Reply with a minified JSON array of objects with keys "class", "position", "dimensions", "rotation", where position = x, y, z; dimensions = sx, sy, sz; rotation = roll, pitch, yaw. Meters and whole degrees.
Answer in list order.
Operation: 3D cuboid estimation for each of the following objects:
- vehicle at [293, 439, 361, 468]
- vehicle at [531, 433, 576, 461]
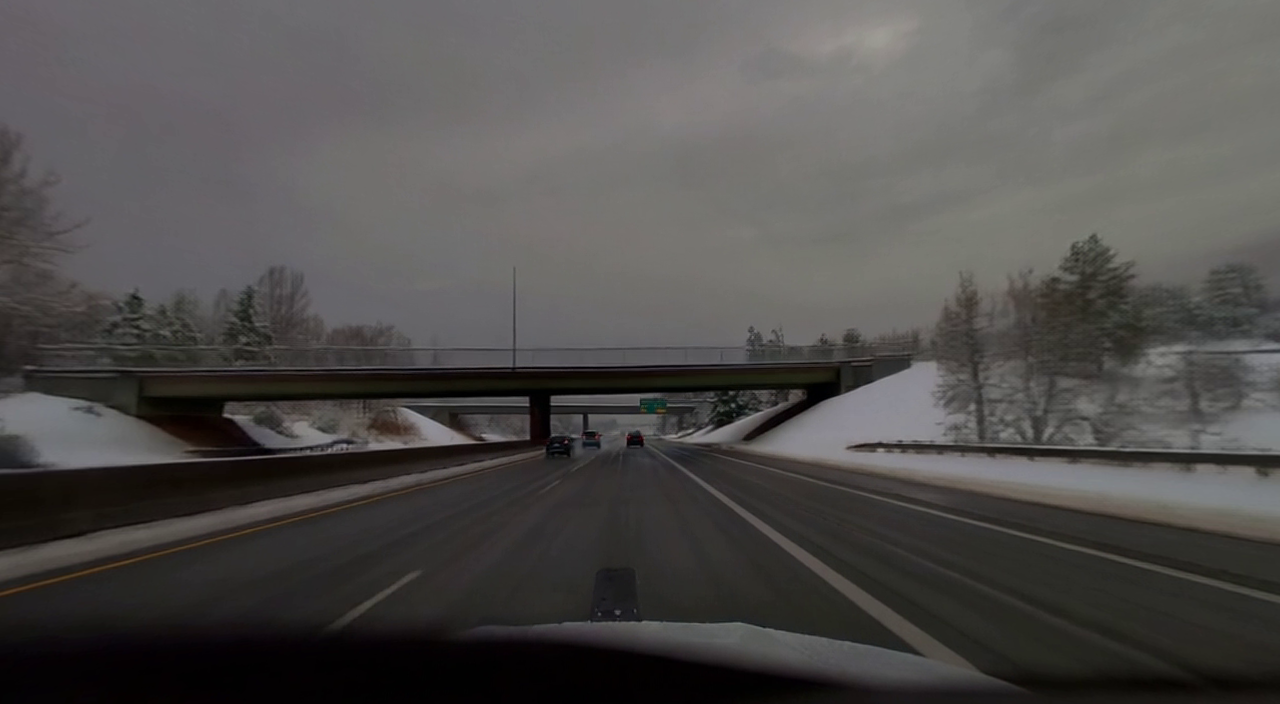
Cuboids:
[{"class":"vehicle","position":[-17.682,5.727,35.849],"dimensions":[1.741,1.522,4.178],"rotation":[0,-8,0]},{"class":"vehicle","position":[-4.808,5.338,35.485],"dimensions":[1.933,1.473,4.023],"rotation":[0,-8,0]}]
